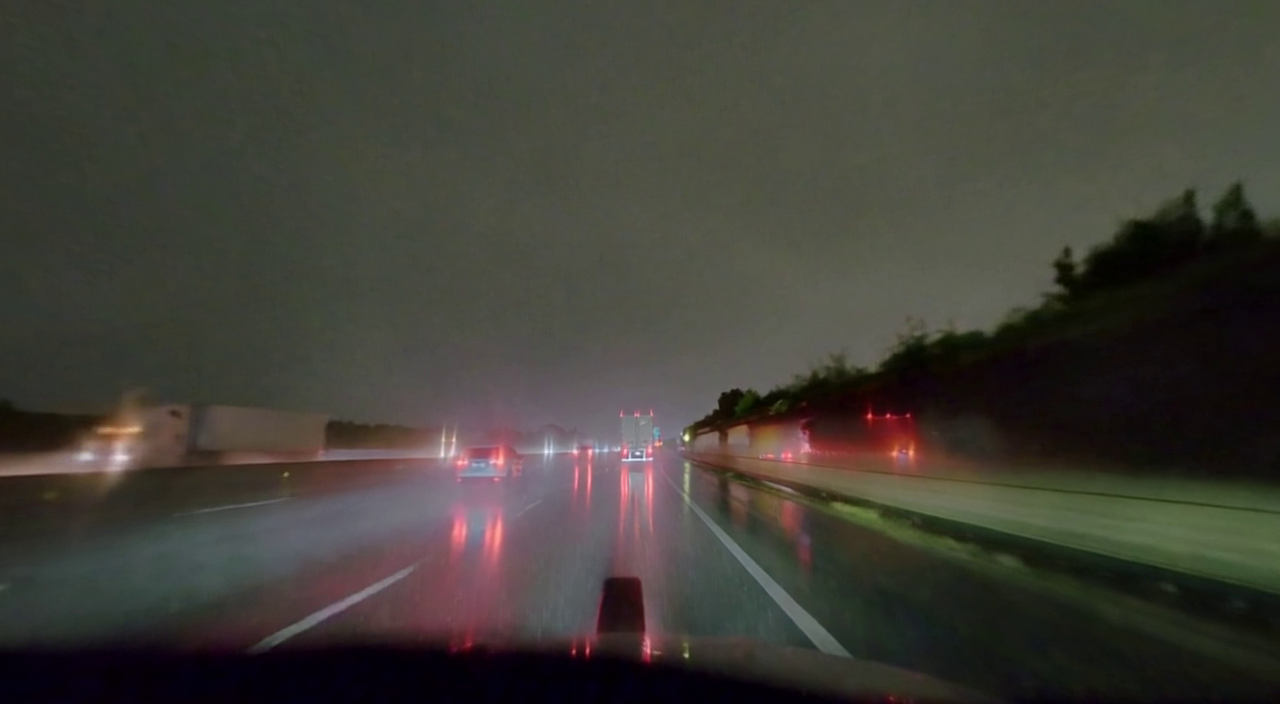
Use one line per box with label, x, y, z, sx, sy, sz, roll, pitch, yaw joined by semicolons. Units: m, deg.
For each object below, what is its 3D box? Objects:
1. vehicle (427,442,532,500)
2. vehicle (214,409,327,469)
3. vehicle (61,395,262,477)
vehicle;-4.617;3.488;18.769;2.024;1.515;3.907;0;-9;1
vehicle;-25.688;6.225;44.541;2.893;3.815;8.134;0;-9;0
vehicle;-25.804;4.791;35.125;2.928;3.848;10.370;0;-9;0
